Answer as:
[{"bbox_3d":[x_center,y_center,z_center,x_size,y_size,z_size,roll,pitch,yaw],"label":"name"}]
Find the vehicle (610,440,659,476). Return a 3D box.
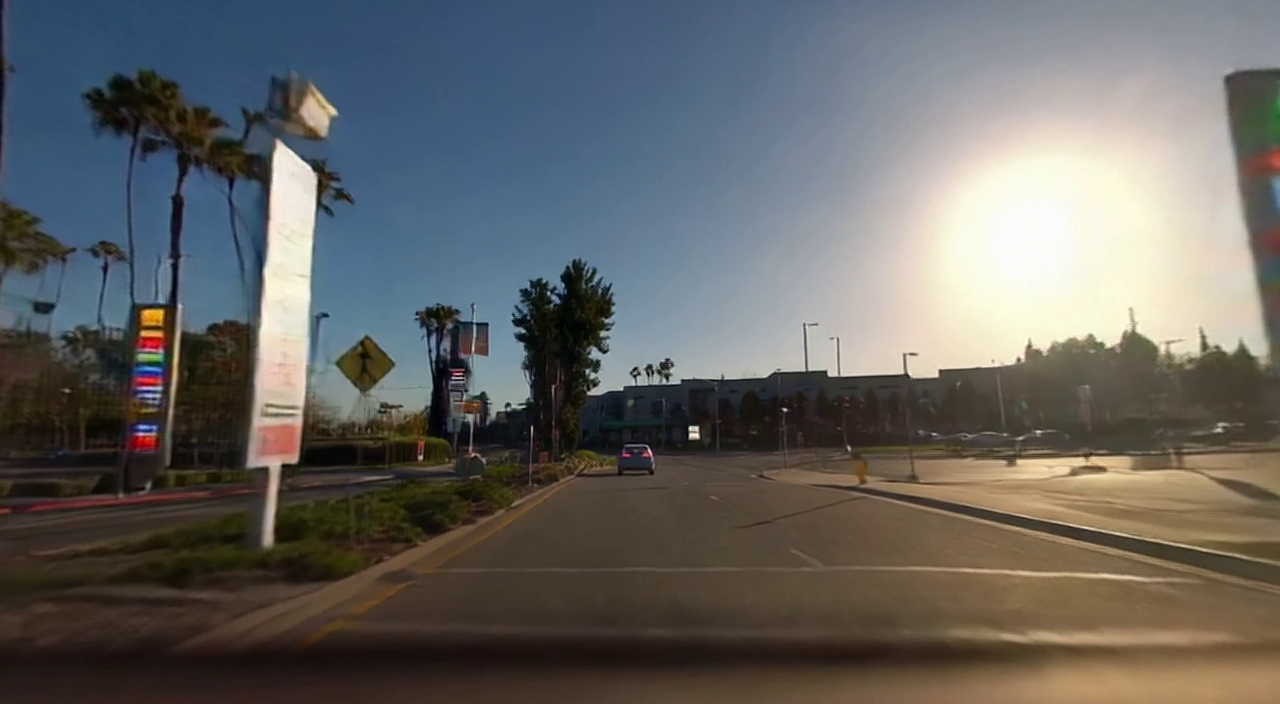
[{"bbox_3d":[-0.291,4.914,29.391,2.073,1.525,4.809,0,-9,-1],"label":"vehicle"}]
